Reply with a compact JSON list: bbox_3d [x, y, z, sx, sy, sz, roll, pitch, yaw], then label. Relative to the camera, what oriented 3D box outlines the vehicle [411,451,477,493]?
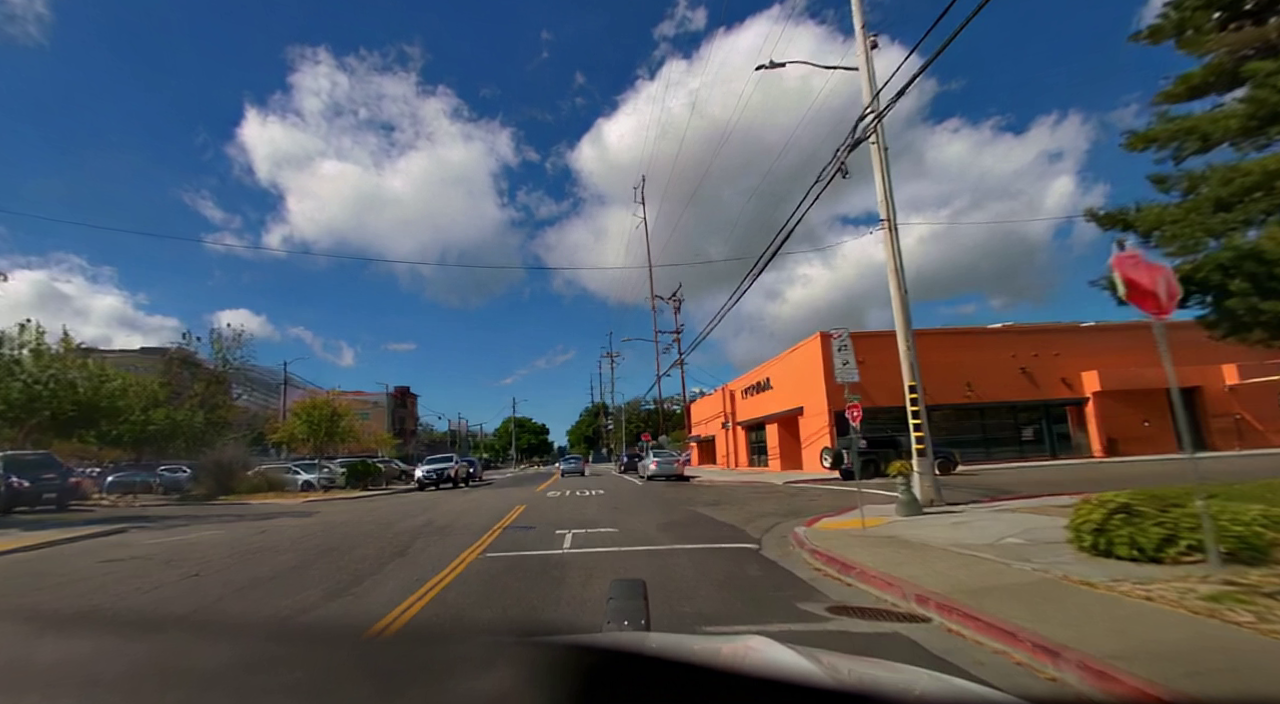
[{"bbox_3d":[-9.267,5.667,30.306,2.146,1.775,5.117,1,-8,-7],"label":"vehicle"}]

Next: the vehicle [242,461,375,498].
[{"bbox_3d":[-15.127,5.829,29.032,4.968,1.493,1.961,1,-8,-9],"label":"vehicle"}]

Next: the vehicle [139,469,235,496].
[{"bbox_3d":[-27.516,7.918,38.373,4.276,1.452,1.803,1,-9,-9],"label":"vehicle"}]

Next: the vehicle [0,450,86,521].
[{"bbox_3d":[-16.015,3.395,16.526,2.010,1.630,4.139,7,-11,-40],"label":"vehicle"}]

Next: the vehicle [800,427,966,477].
[{"bbox_3d":[8.734,3.584,22.848,5.255,1.688,1.994,1,-8,-11],"label":"vehicle"}]

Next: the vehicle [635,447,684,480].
[{"bbox_3d":[0.848,5.350,30.630,1.840,1.452,4.517,1,-8,-5],"label":"vehicle"}]

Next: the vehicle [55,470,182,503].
[{"bbox_3d":[-27.010,6.957,32.776,4.660,1.488,1.930,1,-9,-8],"label":"vehicle"}]

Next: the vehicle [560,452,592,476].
[{"bbox_3d":[-4.554,7.878,44.558,2.033,1.464,4.645,1,-8,-8],"label":"vehicle"}]
